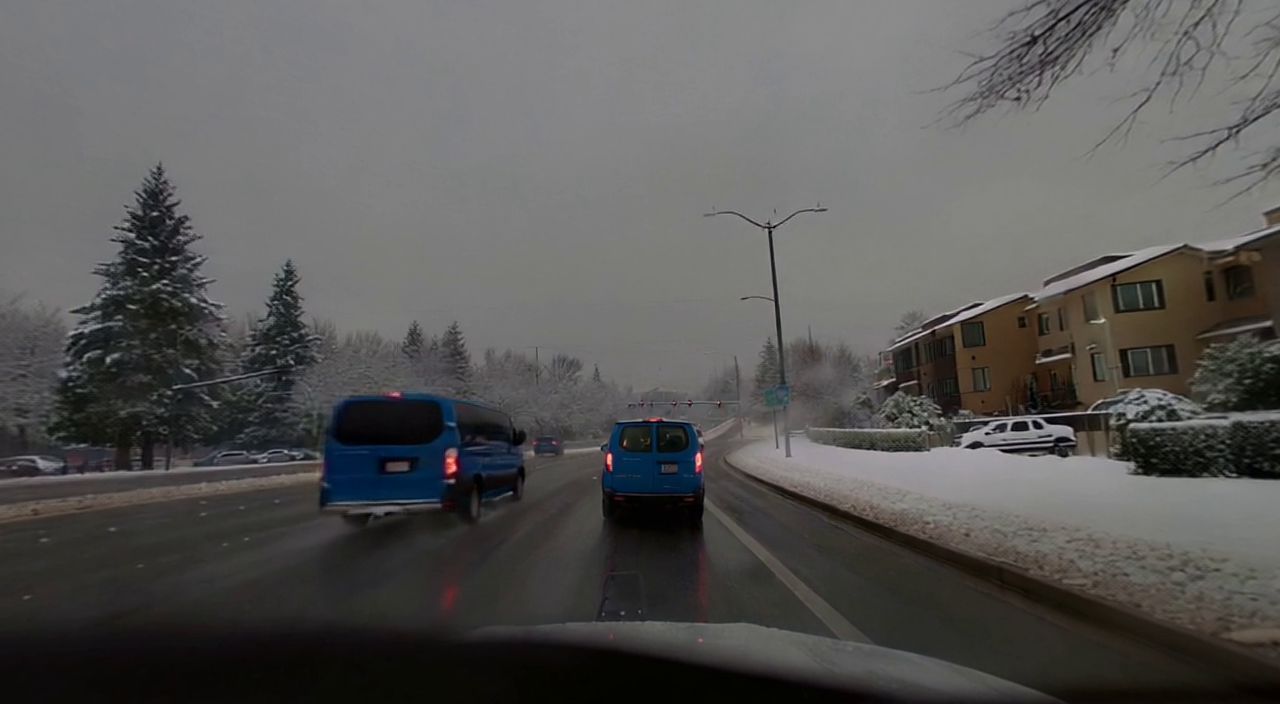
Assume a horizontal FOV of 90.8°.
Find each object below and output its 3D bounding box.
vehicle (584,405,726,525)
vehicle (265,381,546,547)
[{"bbox_3d":[0.292,2.056,11.885,2.173,1.830,4.189,0,-9,2],"label":"vehicle"},{"bbox_3d":[-3.366,1.808,10.745,2.486,2.074,5.456,0,-9,2],"label":"vehicle"}]
